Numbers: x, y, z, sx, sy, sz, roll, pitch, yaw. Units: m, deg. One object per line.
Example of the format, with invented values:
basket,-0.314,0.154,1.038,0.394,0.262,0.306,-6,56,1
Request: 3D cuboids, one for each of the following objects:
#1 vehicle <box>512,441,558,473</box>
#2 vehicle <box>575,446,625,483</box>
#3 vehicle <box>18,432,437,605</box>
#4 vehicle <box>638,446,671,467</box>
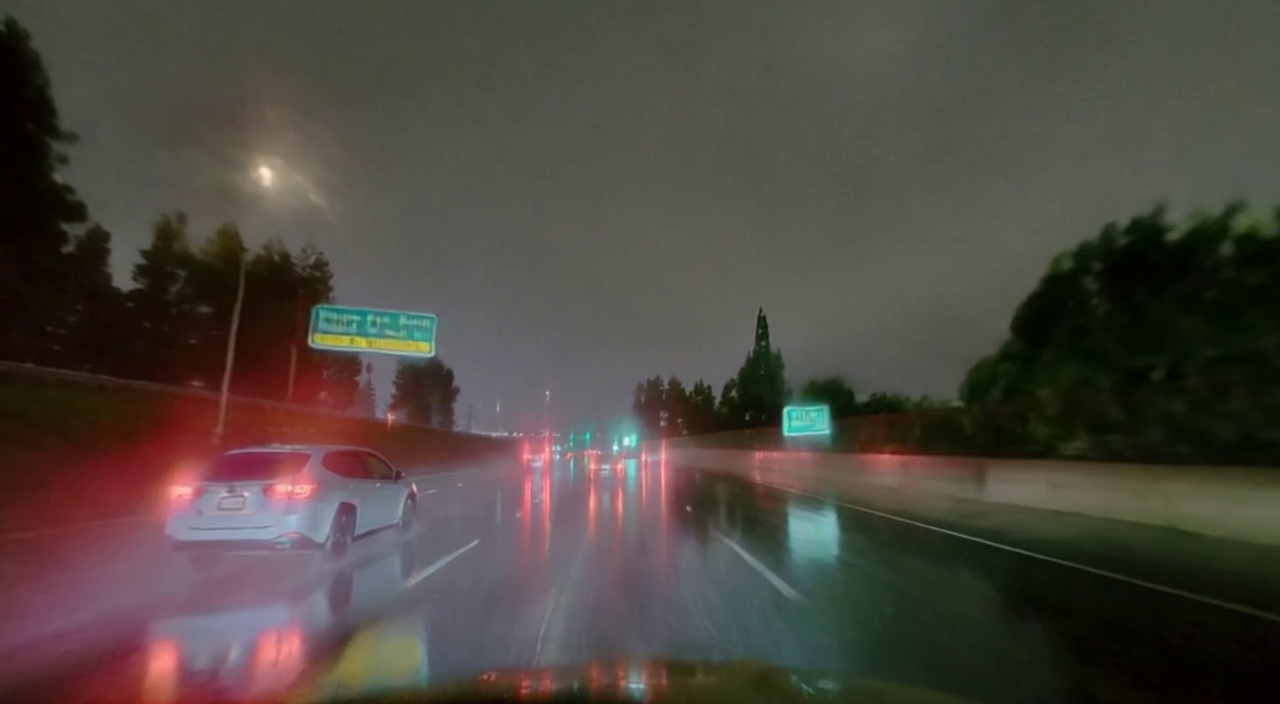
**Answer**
vehicle,-6.158,6.202,37.576,2.244,1.755,4.417,0,-9,-3
vehicle,-1.683,4.725,26.884,1.947,1.437,4.345,0,-9,-4
vehicle,-4.418,1.836,8.079,2.049,1.482,4.981,0,-9,-1
vehicle,1.023,7.706,46.897,2.021,1.447,3.985,0,-9,-4
